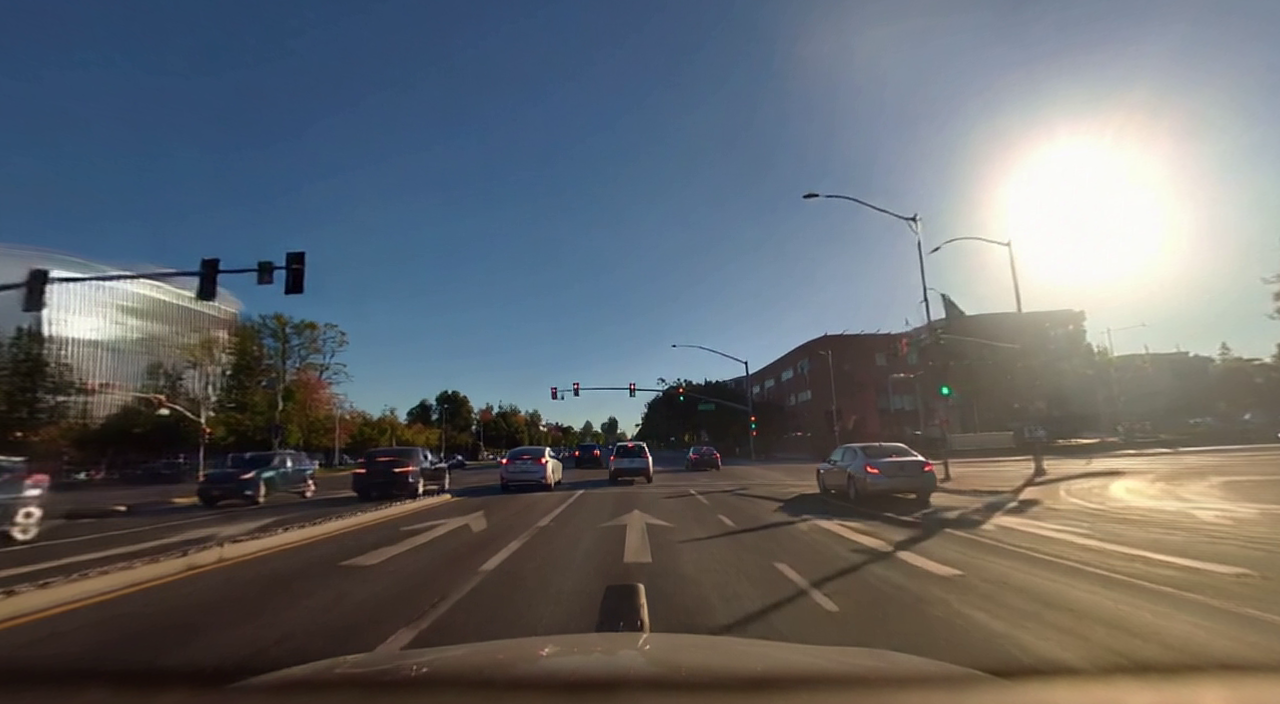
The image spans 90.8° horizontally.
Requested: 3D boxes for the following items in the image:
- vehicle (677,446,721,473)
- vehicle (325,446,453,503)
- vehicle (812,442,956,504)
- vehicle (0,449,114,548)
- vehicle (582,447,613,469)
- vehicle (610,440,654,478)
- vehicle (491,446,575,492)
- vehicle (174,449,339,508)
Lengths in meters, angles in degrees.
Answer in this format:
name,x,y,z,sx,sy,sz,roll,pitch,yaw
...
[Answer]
name,x,y,z,sx,sy,sz,roll,pitch,yaw
vehicle,3.349,6.210,36.735,2.014,1.430,4.103,0,-8,-2
vehicle,-7.423,3.628,19.279,2.013,1.488,4.596,0,-8,0
vehicle,6.442,3.225,17.355,2.028,1.451,4.625,0,-8,-1
vehicle,-10.713,2.197,9.358,1.924,1.479,4.508,0,-8,0
vehicle,-3.074,7.756,46.268,2.002,1.502,4.057,0,-8,0
vehicle,-0.349,5.222,31.048,2.008,1.716,4.125,0,-8,0
vehicle,-3.702,4.124,22.732,2.163,1.474,4.413,0,-8,2
vehicle,-10.955,3.604,18.500,2.047,1.479,4.228,-1,-8,2
